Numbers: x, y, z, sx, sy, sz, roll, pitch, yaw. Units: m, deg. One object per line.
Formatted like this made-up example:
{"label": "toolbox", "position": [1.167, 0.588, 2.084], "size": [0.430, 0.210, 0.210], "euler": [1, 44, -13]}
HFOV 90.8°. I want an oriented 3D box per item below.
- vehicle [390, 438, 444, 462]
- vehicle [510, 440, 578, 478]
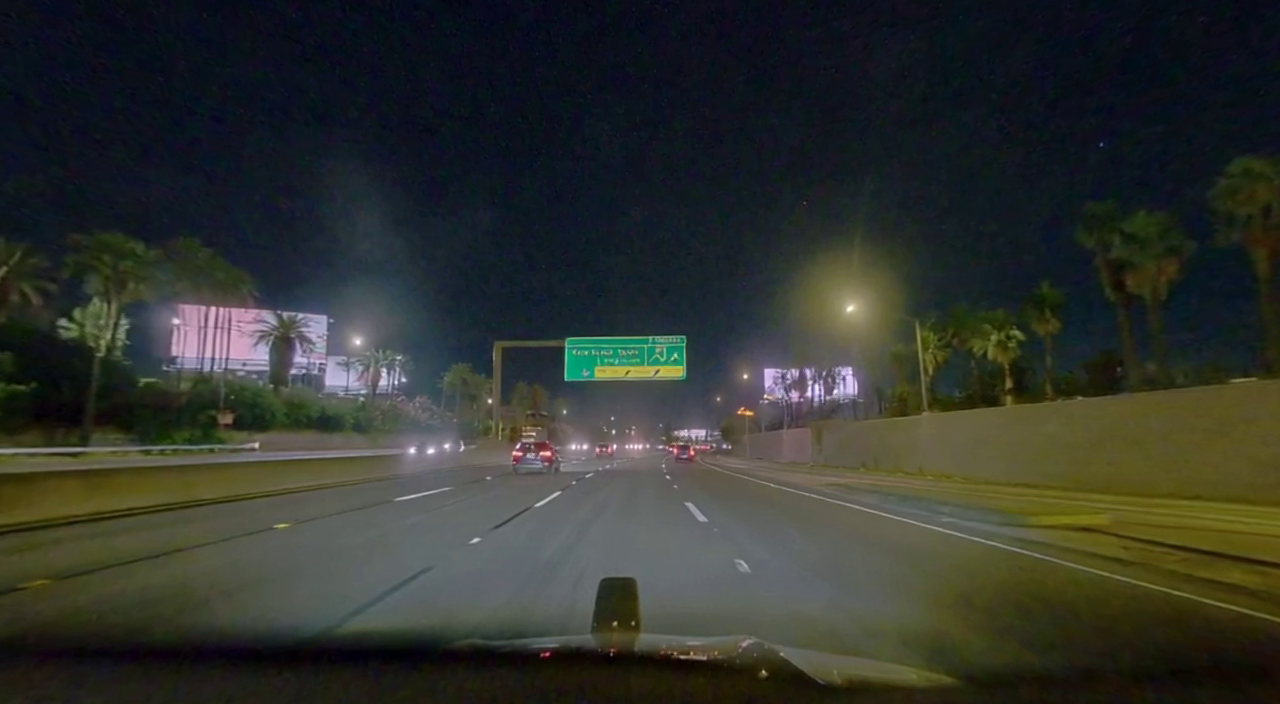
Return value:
{"label": "vehicle", "position": [-14.670, 6.492, 41.826], "size": [1.853, 1.509, 4.397], "euler": [0, -8, 2]}
{"label": "vehicle", "position": [-3.993, 4.555, 27.108], "size": [2.078, 1.457, 4.648], "euler": [0, -8, 2]}
